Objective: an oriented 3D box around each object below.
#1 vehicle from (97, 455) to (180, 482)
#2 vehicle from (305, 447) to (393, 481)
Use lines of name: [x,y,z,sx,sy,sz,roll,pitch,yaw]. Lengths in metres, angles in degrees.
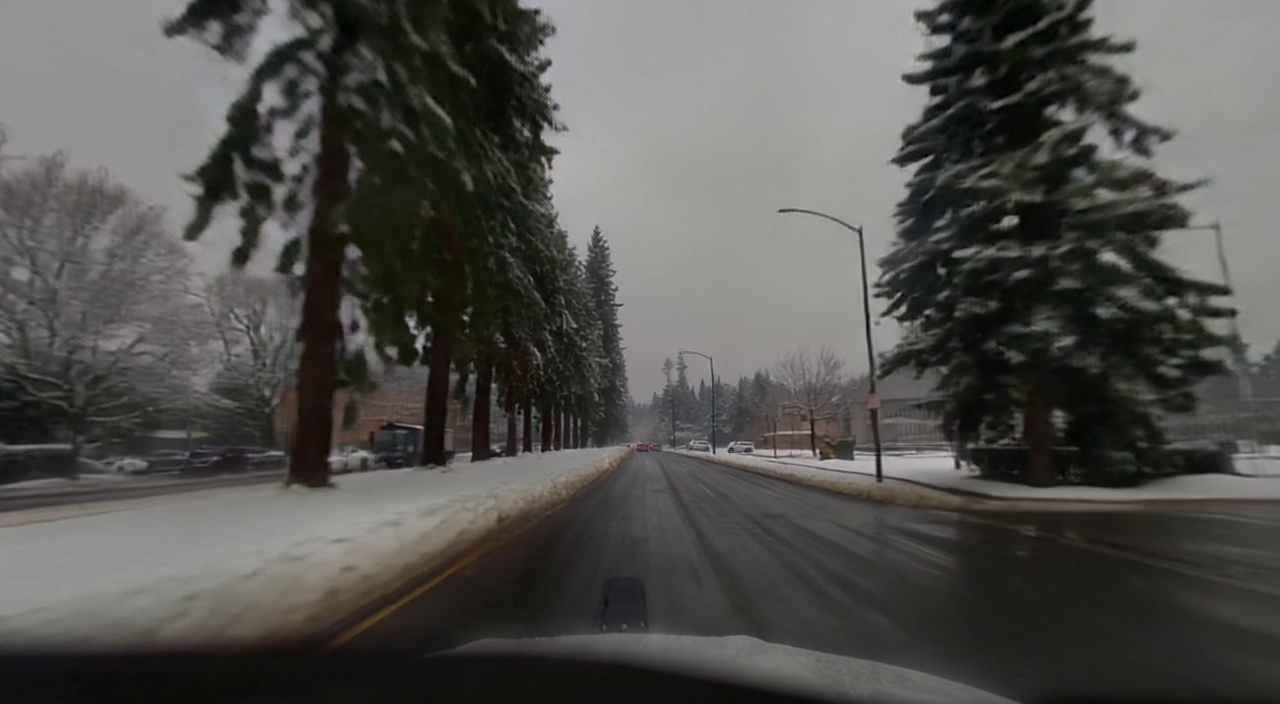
vehicle: [-32.531,7.541,40.946,4.001,1.415,1.693,-3,-8,0]
vehicle: [-13.746,5.288,30.116,1.914,1.496,4.742,0,-8,0]
